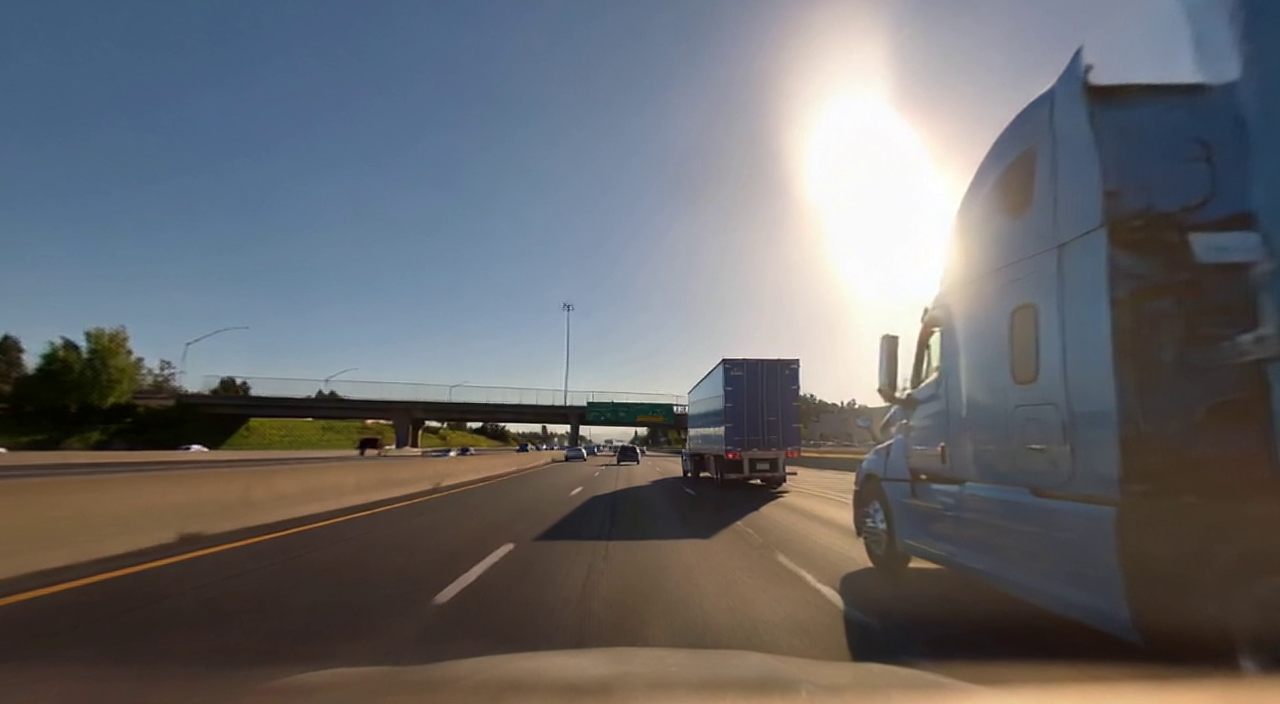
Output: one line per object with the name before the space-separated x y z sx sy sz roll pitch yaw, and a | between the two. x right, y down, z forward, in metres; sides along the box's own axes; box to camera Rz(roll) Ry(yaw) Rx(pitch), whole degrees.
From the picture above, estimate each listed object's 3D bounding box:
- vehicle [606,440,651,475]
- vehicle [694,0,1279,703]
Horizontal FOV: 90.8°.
vehicle | -0.609 5.544 33.275 2.191 1.685 4.015 0 -9 -1
vehicle | 3.304 0.838 10.726 2.996 4.123 15.965 0 -9 -1
